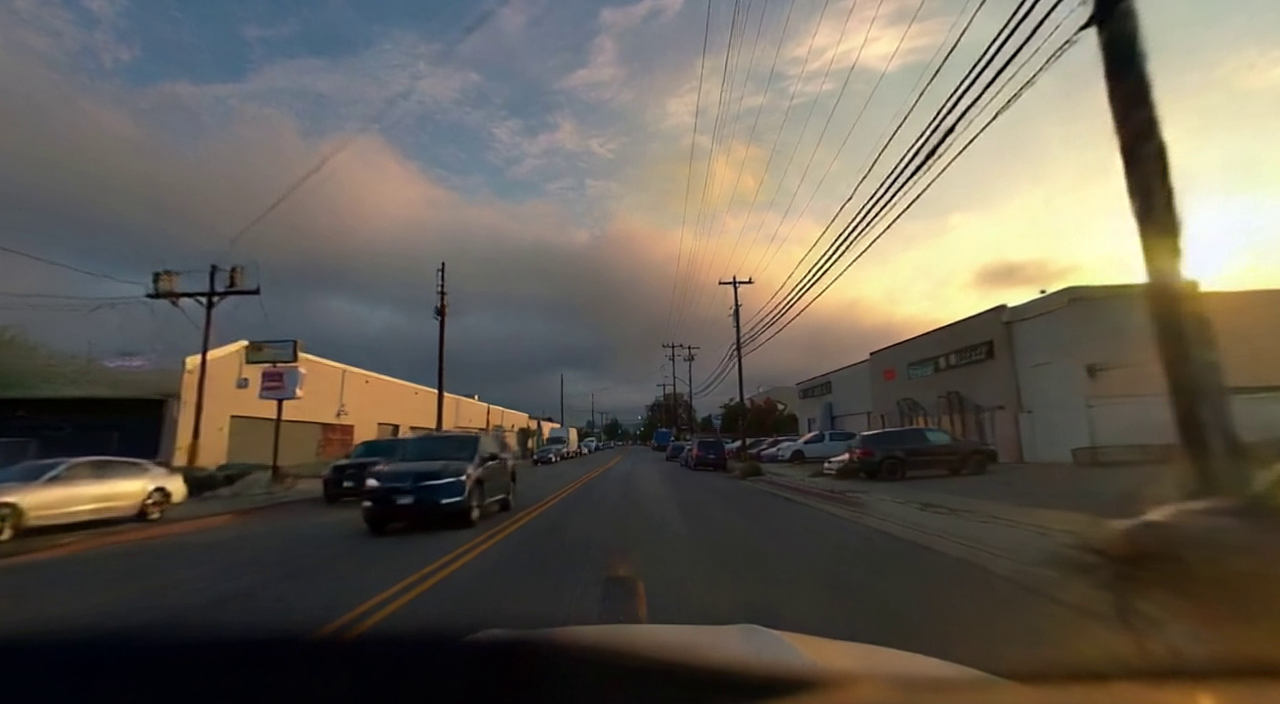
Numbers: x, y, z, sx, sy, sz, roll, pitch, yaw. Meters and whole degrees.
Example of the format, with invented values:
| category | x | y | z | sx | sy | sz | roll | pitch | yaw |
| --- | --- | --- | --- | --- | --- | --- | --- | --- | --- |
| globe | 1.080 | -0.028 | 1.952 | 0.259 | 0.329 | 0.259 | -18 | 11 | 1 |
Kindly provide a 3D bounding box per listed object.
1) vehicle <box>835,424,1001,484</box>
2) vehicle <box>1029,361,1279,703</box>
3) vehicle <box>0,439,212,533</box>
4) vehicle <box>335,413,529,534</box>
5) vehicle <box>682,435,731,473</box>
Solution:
| category | x | y | z | sx | sy | sz | roll | pitch | yaw |
| --- | --- | --- | --- | --- | --- | --- | --- | --- | --- |
| vehicle | 8.893 | 3.291 | 20.555 | 4.406 | 1.822 | 2.071 | 0 | -8 | 2 |
| vehicle | 3.930 | 0.832 | 2.295 | 2.092 | 1.730 | 4.595 | 0 | -8 | 0 |
| vehicle | -11.853 | 2.638 | 12.800 | 4.936 | 1.703 | 1.959 | 4 | -9 | -26 |
| vehicle | -3.721 | 2.277 | 12.478 | 2.229 | 1.889 | 4.816 | 0 | -8 | -1 |
| vehicle | 3.765 | 5.904 | 36.833 | 2.333 | 1.967 | 6.008 | 0 | -8 | 2 |
